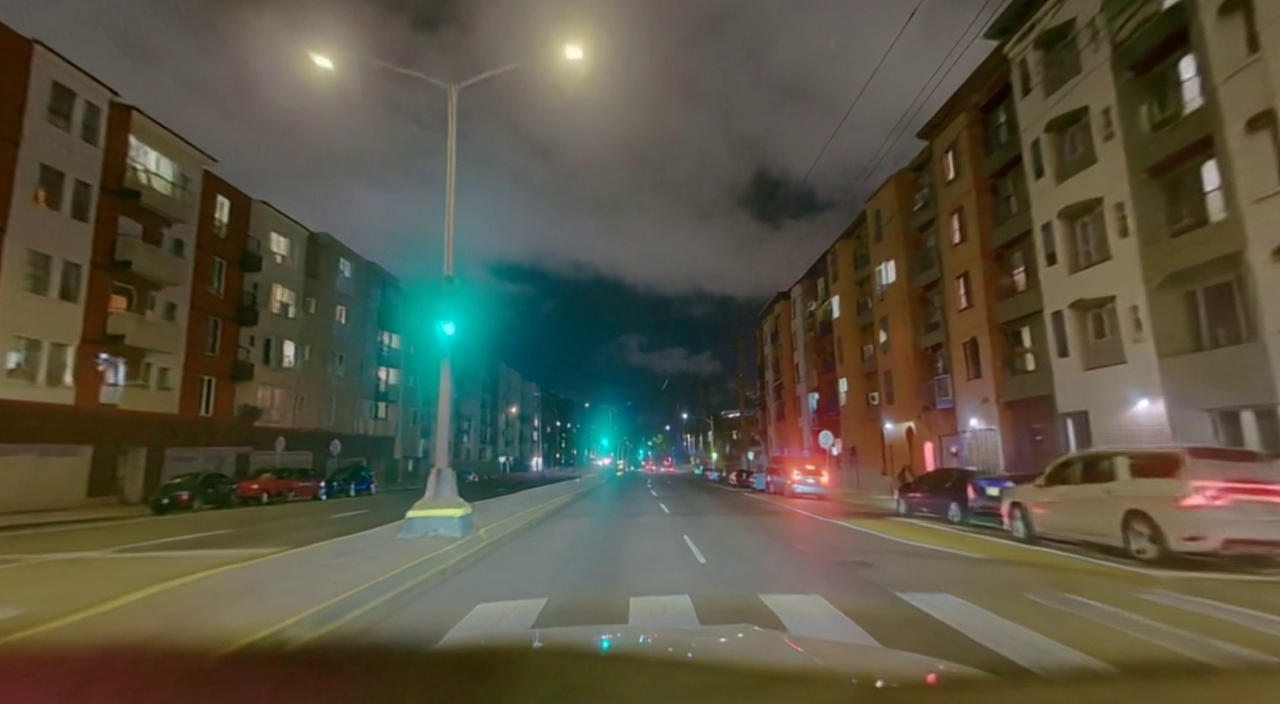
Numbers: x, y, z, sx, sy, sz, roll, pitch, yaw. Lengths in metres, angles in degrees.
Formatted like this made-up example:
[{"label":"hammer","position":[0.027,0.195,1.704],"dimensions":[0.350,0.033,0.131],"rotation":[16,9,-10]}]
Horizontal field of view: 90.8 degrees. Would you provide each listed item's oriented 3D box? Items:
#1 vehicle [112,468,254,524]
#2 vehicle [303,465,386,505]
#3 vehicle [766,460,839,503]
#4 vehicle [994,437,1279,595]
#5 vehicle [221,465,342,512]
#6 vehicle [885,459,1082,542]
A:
[{"label":"vehicle","position":[-14.717,4.601,20.630],"dimensions":[1.879,1.507,3.745],"rotation":[0,-9,-2]},{"label":"vehicle","position":[-14.712,6.614,31.805],"dimensions":[2.107,1.771,4.871],"rotation":[0,-9,-4]},{"label":"vehicle","position":[7.482,6.017,29.660],"dimensions":[2.143,1.731,4.781],"rotation":[0,-9,0]},{"label":"vehicle","position":[7.531,2.147,9.259],"dimensions":[1.996,1.704,4.490],"rotation":[0,-9,-1]},{"label":"vehicle","position":[-14.787,5.640,26.479],"dimensions":[2.124,1.626,4.908],"rotation":[0,-9,1]},{"label":"vehicle","position":[7.617,3.298,14.699],"dimensions":[1.941,1.496,4.656],"rotation":[0,-9,0]}]
